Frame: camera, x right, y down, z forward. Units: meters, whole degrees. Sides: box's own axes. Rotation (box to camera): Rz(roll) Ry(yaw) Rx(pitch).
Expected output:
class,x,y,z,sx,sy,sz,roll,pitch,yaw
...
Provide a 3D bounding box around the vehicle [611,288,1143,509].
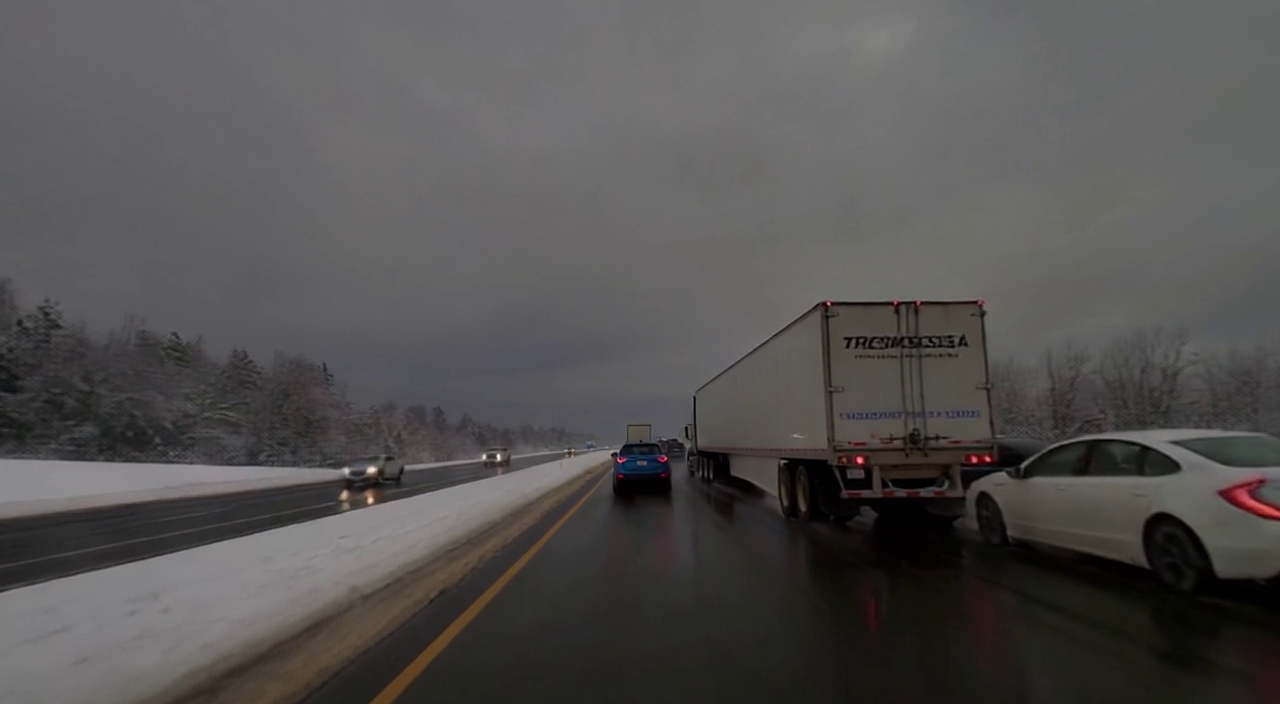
class,x,y,z,sx,sy,sz,roll,pitch,yaw
vehicle,4.486,1.127,13.904,9.908,4.197,3.235,-1,-8,4

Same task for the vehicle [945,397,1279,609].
class,x,y,z,sx,sy,sz,roll,pitch,yaw
vehicle,5.511,1.318,6.051,1.888,1.591,4.815,1,-8,-14

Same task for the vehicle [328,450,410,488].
class,x,y,z,sx,sy,sz,roll,pitch,yaw
vehicle,-11.848,5.124,27.825,1.940,1.495,3.889,-1,-8,-1
